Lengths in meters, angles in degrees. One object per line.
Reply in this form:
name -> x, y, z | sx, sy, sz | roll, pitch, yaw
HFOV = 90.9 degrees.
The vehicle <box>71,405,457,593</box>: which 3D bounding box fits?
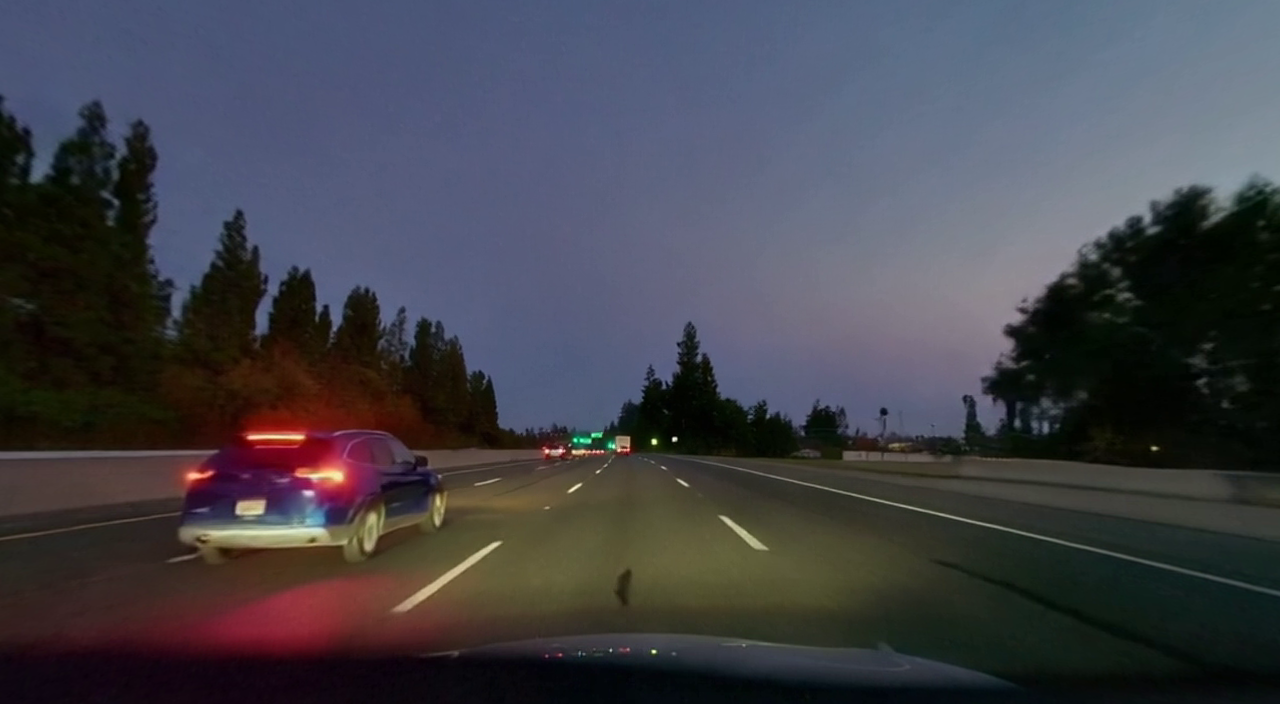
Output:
vehicle -> -4.137, 1.687, 8.156 | 2.162, 1.724, 4.537 | 0, -8, 0
